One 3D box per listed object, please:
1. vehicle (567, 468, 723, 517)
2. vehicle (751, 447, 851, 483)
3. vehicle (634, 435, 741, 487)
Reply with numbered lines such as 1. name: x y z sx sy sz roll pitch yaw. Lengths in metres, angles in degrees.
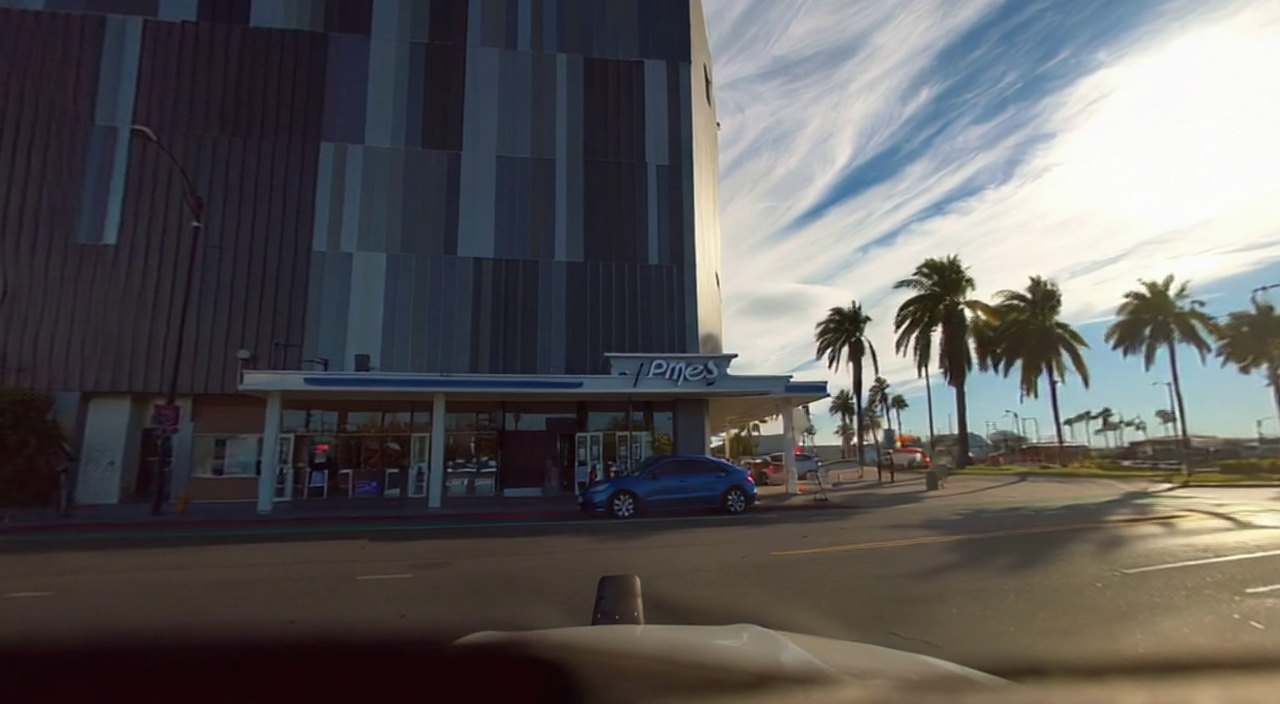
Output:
1. vehicle: 0.186 4.527 20.685 4.782 1.371 1.763 4 -10 -25
2. vehicle: 11.887 8.309 46.478 7.026 2.329 2.545 5 -8 -24
3. vehicle: 2.726 6.221 36.152 5.524 2.504 2.196 7 -8 -20
